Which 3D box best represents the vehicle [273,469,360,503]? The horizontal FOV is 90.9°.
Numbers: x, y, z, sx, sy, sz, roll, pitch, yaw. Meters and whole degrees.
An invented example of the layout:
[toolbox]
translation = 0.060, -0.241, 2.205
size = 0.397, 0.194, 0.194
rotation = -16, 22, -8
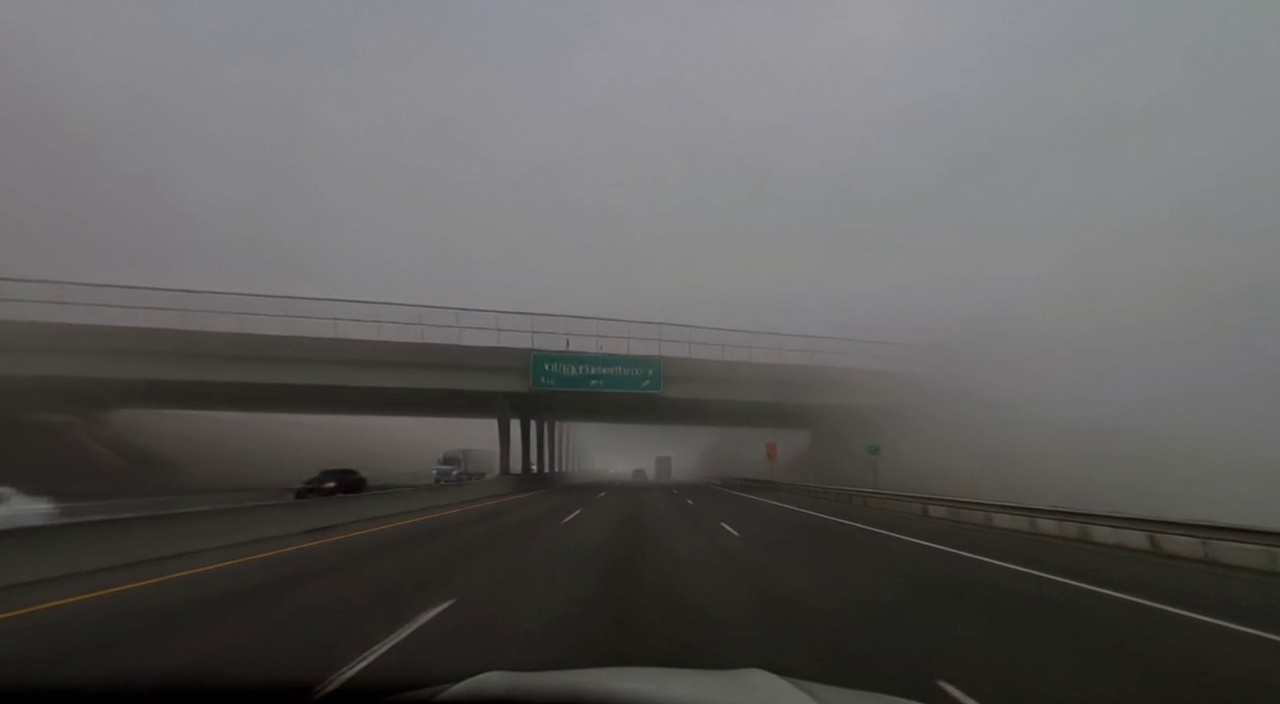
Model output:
[vehicle]
translation = -15.806, 6.544, 31.078
size = 1.898, 1.518, 4.496
rotation = 1, -10, 0
